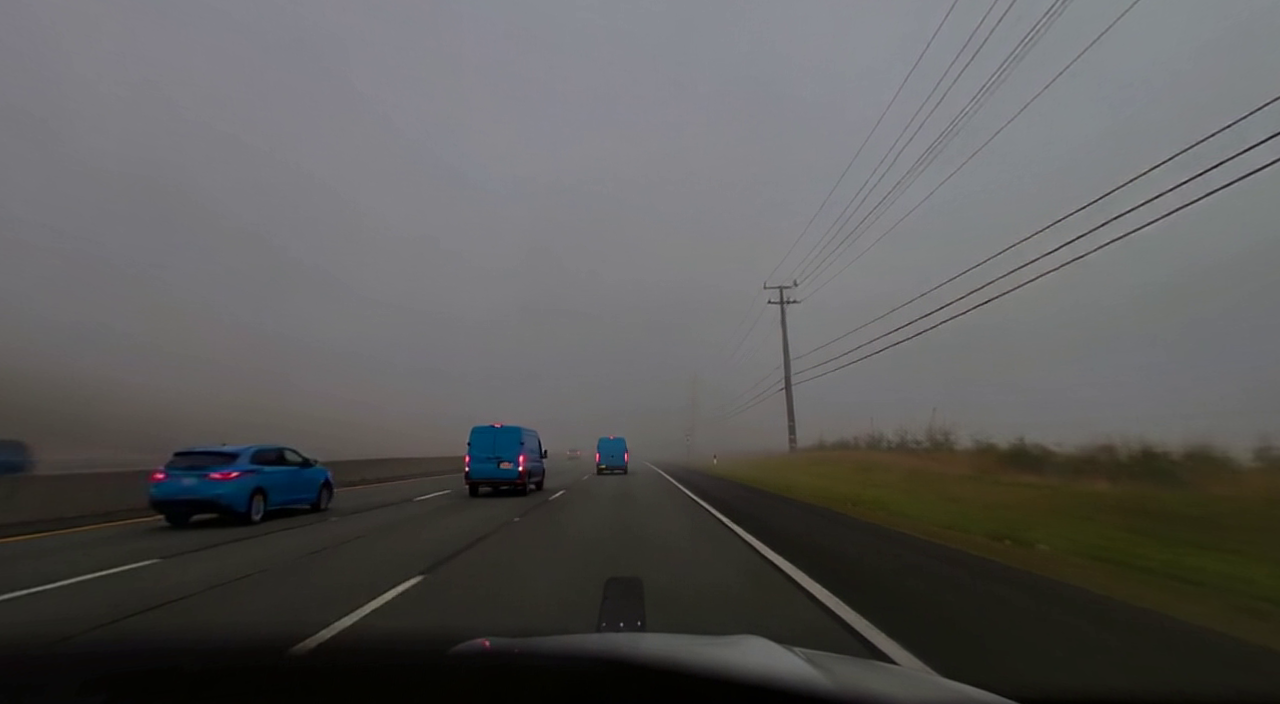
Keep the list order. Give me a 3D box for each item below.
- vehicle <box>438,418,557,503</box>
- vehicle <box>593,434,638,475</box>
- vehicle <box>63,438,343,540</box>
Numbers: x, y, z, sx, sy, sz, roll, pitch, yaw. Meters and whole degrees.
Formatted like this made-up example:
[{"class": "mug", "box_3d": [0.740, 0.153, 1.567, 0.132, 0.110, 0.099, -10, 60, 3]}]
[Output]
[{"class": "vehicle", "box_3d": [-3.735, 2.986, 17.597, 2.145, 2.010, 4.980, 0, -9, 0]}, {"class": "vehicle", "box_3d": [-1.252, 5.491, 33.807, 2.197, 2.011, 5.130, 0, -9, -1]}, {"class": "vehicle", "box_3d": [-7.838, 2.470, 12.114, 1.975, 1.540, 4.759, 0, -9, 0]}]
